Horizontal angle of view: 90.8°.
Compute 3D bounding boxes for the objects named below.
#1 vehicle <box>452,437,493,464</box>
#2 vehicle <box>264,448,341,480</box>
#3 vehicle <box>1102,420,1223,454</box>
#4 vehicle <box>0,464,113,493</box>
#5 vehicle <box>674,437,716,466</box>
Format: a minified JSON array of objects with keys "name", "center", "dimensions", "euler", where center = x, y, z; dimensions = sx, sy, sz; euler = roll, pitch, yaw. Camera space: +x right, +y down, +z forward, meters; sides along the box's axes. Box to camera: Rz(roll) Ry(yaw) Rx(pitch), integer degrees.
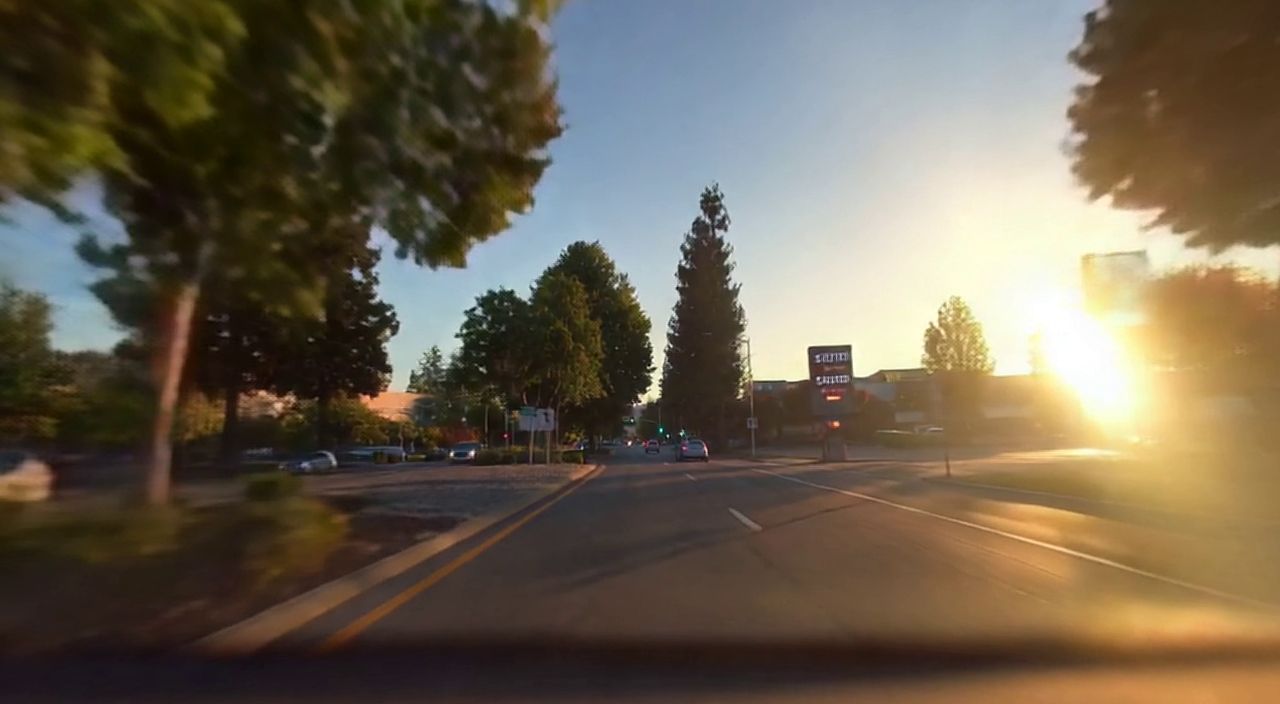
[{"name":"vehicle","center":[-11.908,7.012,45.221],"dimensions":[1.953,1.761,4.702],"euler":[1,-8,-4]},{"name":"vehicle","center":[-18.542,6.138,34.963],"dimensions":[1.827,1.546,4.506],"euler":[0,-8,-1]},{"name":"vehicle","center":[30.963,5.057,37.544],"dimensions":[5.373,1.958,2.152],"euler":[0,-8,-3]},{"name":"vehicle","center":[-32.010,6.917,34.618],"dimensions":[4.350,1.465,1.922],"euler":[1,-8,-7]},{"name":"vehicle","center":[3.162,5.859,37.339],"dimensions":[1.961,1.580,4.020],"euler":[0,-8,-2]}]
